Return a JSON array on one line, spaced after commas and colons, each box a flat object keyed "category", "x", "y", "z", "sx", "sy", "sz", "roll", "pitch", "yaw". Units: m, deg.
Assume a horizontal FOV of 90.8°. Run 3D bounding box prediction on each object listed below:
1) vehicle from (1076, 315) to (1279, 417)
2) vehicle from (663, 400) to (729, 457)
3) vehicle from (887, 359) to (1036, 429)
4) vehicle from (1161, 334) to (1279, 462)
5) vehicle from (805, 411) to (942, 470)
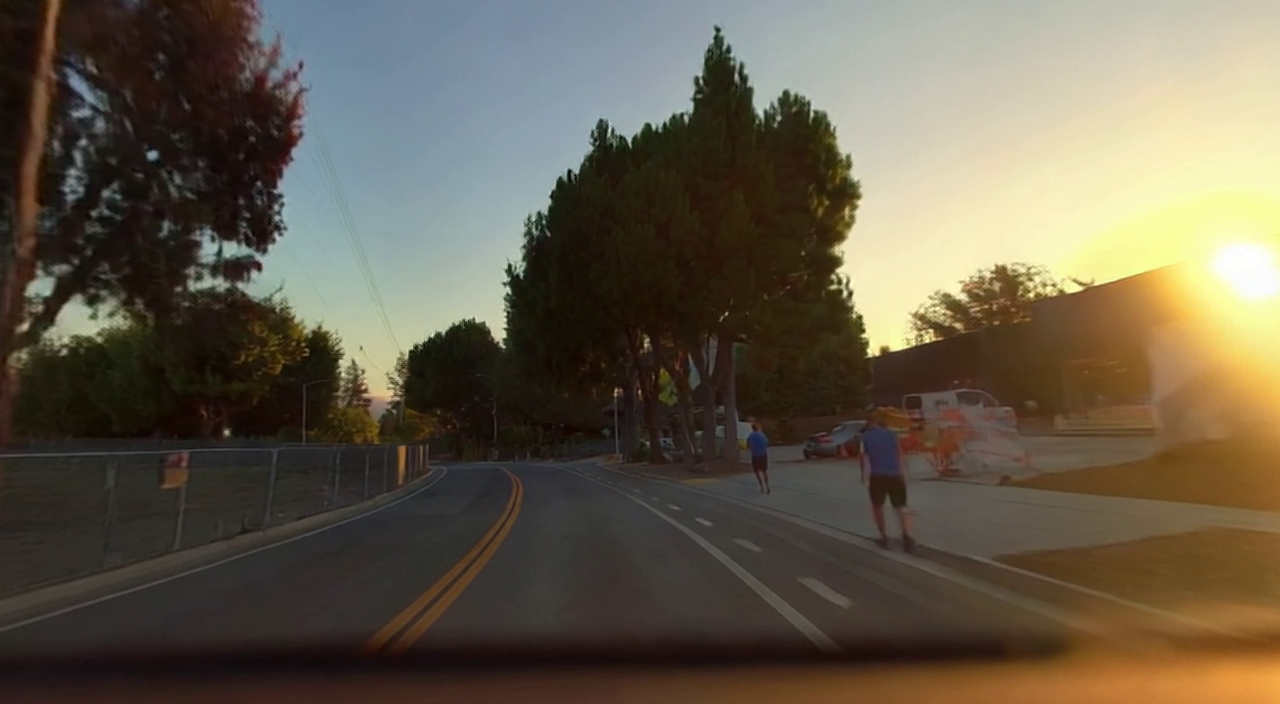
[{"category": "vehicle", "x": 11.862, "y": 0.320, "z": 13.337, "sx": 3.916, "sy": 1.765, "sz": 1.785, "roll": -3, "pitch": -9, "yaw": -4}, {"category": "vehicle", "x": 3.841, "y": 5.717, "z": 46.114, "sx": 2.984, "sy": 3.691, "sz": 10.409, "roll": 0, "pitch": -9, "yaw": -5}, {"category": "vehicle", "x": 10.691, "y": 1.472, "z": 21.069, "sx": 4.180, "sy": 1.880, "sz": 2.028, "roll": 6, "pitch": -8, "yaw": -17}, {"category": "vehicle", "x": 9.762, "y": 0.745, "z": 8.719, "sx": 3.674, "sy": 1.559, "sz": 1.775, "roll": 3, "pitch": -10, "yaw": -6}, {"category": "vehicle", "x": 9.693, "y": 3.678, "z": 26.302, "sx": 5.021, "sy": 1.930, "sz": 2.119, "roll": -2, "pitch": -9, "yaw": -22}]
